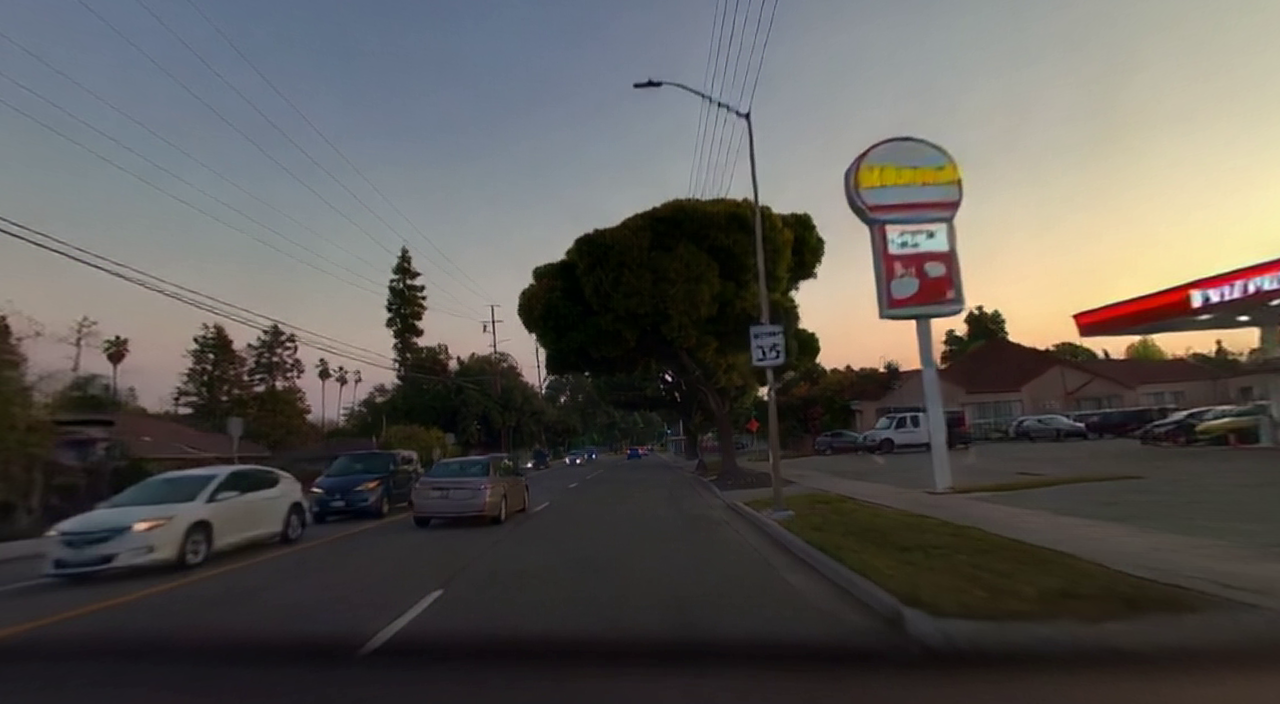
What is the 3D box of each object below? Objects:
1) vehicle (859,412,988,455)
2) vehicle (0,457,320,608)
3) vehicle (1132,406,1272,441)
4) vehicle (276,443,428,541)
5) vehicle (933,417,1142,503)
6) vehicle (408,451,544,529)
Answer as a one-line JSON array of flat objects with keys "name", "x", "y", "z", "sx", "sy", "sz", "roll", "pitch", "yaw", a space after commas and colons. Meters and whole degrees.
[{"name": "vehicle", "x": 13.903, "y": 4.065, "z": 31.311, "sx": 5.266, "sy": 2.021, "sz": 2.329, "roll": -1, "pitch": -9, "yaw": 4}, {"name": "vehicle", "x": -6.699, "y": 2.361, "z": 9.216, "sx": 1.863, "sy": 1.506, "sz": 4.597, "roll": -3, "pitch": -9, "yaw": -3}, {"name": "vehicle", "x": 27.008, "y": 3.529, "z": 30.511, "sx": 1.855, "sy": 1.501, "sz": 4.657, "roll": 6, "pitch": -11, "yaw": -37}, {"name": "vehicle", "x": -6.876, "y": 3.282, "z": 15.616, "sx": 1.855, "sy": 1.721, "sz": 4.329, "roll": -10, "pitch": -7, "yaw": -5}, {"name": "vehicle", "x": 7.912, "y": 2.098, "z": 12.533, "sx": 4.000, "sy": 1.440, "sz": 1.746, "roll": 5, "pitch": -10, "yaw": -30}, {"name": "vehicle", "x": -3.485, "y": 2.996, "z": 14.360, "sx": 1.943, "sy": 1.455, "sz": 4.414, "roll": 0, "pitch": -9, "yaw": -1}]
